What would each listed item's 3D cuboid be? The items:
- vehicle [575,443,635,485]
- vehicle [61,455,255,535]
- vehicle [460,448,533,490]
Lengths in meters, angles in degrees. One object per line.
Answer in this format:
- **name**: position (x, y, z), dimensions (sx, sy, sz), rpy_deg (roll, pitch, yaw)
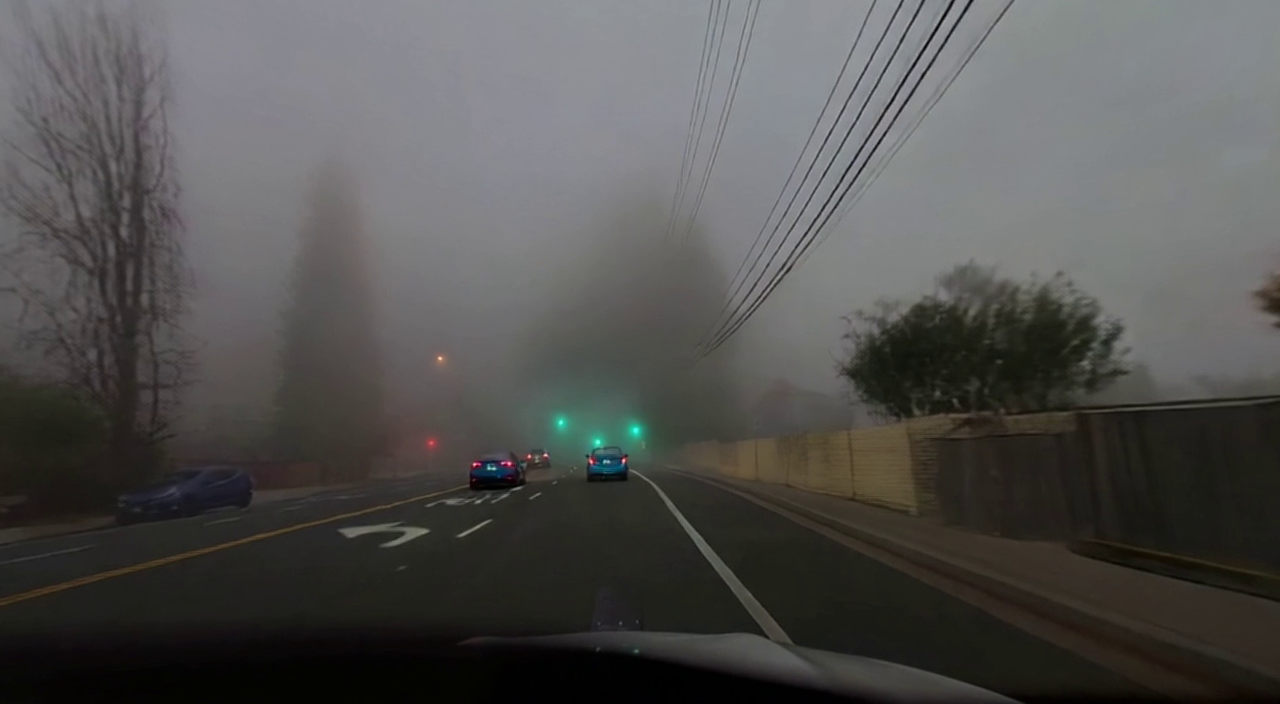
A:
- **vehicle**: position (-1.402, 4.390, 25.151), dimensions (2.168, 1.504, 4.284), rpy_deg (1, -9, -3)
- **vehicle**: position (-15.479, 4.559, 20.888), dimensions (2.094, 2.000, 5.603), rpy_deg (2, -7, -2)
- **vehicle**: position (-5.283, 4.356, 23.867), dimensions (1.913, 1.425, 4.235), rpy_deg (0, -9, -2)
